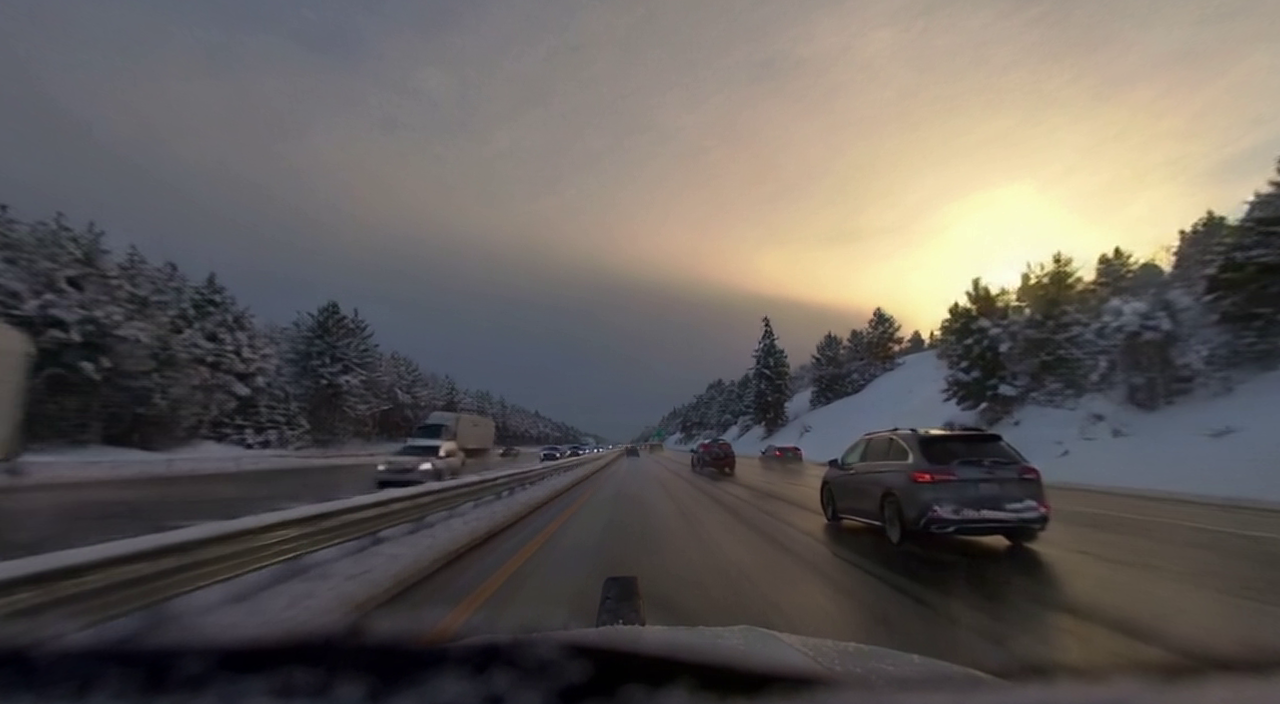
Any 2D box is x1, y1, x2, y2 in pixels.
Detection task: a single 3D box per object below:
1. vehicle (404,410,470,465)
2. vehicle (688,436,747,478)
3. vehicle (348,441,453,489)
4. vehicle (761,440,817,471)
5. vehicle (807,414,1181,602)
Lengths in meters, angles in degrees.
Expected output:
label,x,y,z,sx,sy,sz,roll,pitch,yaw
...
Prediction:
label,x,y,z,sx,sy,sz,roll,pitch,yaw
vehicle,-15.596,6.693,48.969,3.045,3.960,5.980,0,-9,-1
vehicle,3.509,4.874,29.473,2.070,1.751,4.576,0,-9,-1
vehicle,-8.047,3.835,21.740,1.889,1.476,4.488,0,-9,0
vehicle,8.470,5.950,36.333,2.018,1.636,4.510,0,-9,-1
vehicle,3.605,1.661,7.570,2.023,1.603,4.159,0,-9,0
